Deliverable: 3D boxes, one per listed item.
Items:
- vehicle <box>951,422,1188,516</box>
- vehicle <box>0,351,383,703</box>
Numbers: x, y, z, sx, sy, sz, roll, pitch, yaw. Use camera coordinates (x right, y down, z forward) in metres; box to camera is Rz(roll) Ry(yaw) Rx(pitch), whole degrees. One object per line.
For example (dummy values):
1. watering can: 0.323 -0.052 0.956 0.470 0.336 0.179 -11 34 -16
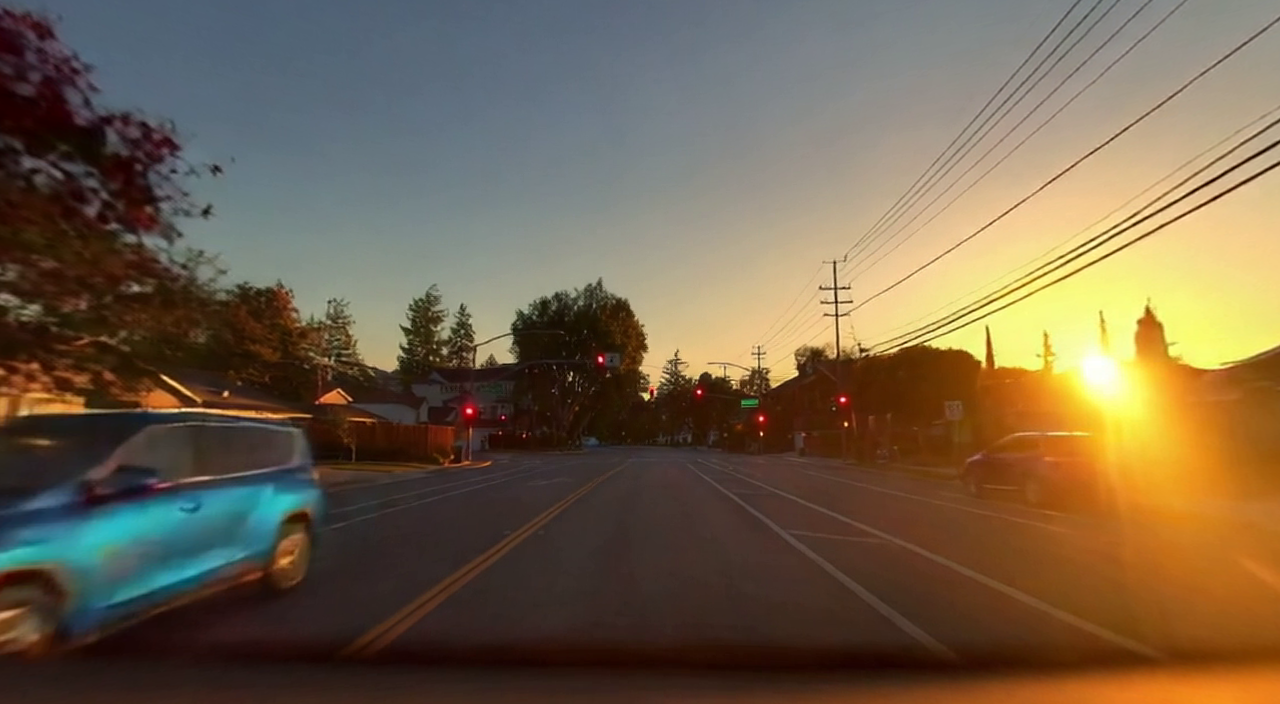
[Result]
1. vehicle: 9.484 2.612 14.627 2.170 1.771 4.908 -1 -8 2
2. vehicle: -3.973 1.168 4.726 2.012 1.778 4.990 0 -8 -1
